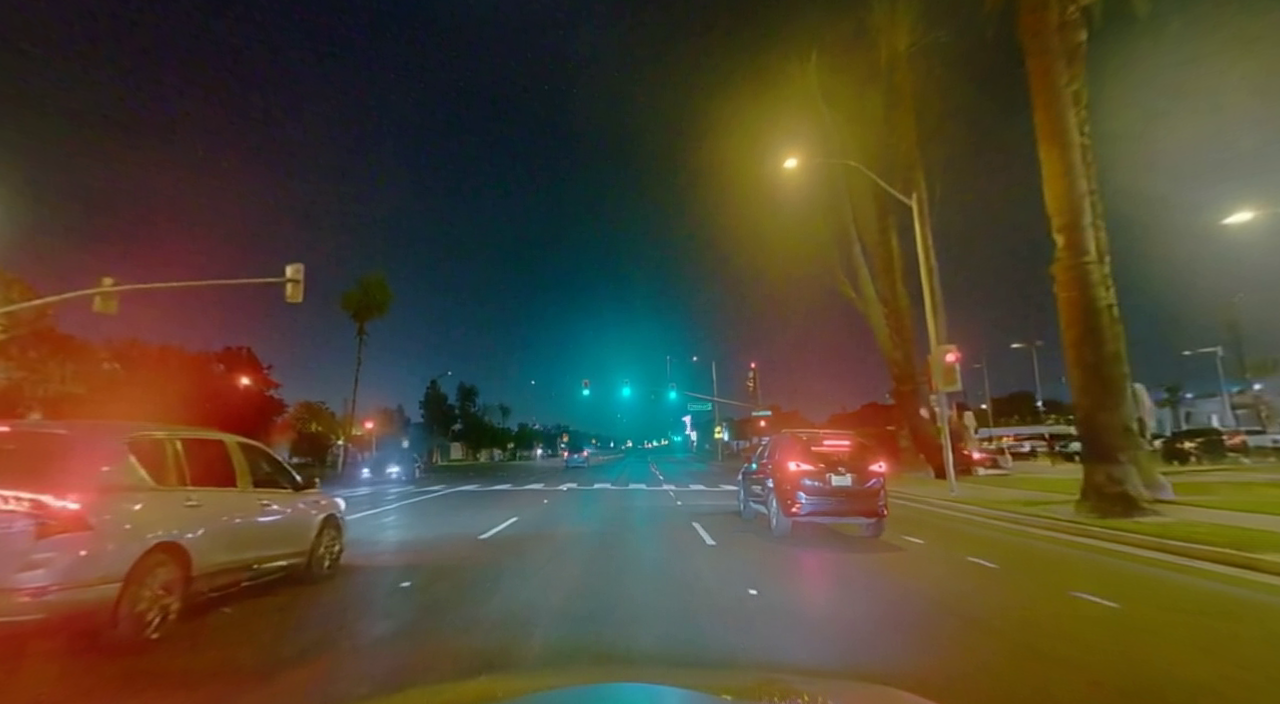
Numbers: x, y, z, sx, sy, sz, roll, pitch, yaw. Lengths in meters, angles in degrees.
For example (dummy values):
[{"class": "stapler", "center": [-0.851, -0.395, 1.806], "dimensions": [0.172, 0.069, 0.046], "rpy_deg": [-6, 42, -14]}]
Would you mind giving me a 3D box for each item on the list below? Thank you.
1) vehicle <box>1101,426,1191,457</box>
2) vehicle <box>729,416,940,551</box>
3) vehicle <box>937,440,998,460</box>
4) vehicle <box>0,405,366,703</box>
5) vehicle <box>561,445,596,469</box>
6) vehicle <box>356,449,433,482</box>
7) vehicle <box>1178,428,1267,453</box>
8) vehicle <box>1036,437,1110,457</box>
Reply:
[{"class": "vehicle", "center": [38.608, 6.812, 48.332], "dimensions": [4.854, 1.957, 2.173], "rpy_deg": [-4, -8, 0]}, {"class": "vehicle", "center": [2.820, 2.021, 10.354], "dimensions": [1.982, 1.711, 4.276], "rpy_deg": [0, -9, -2]}, {"class": "vehicle", "center": [25.847, 7.764, 49.940], "dimensions": [4.068, 1.503, 1.844], "rpy_deg": [-5, -10, 27]}, {"class": "vehicle", "center": [-4.203, 1.371, 5.286], "dimensions": [2.063, 1.578, 3.915], "rpy_deg": [0, -9, 0]}, {"class": "vehicle", "center": [-4.043, 6.957, 42.150], "dimensions": [2.034, 1.498, 3.995], "rpy_deg": [0, -9, -1]}, {"class": "vehicle", "center": [-12.428, 5.743, 32.347], "dimensions": [1.991, 1.517, 4.760], "rpy_deg": [0, -9, 0]}, {"class": "vehicle", "center": [44.358, 6.758, 48.149], "dimensions": [4.683, 1.798, 1.980], "rpy_deg": [0, -9, 1]}, {"class": "vehicle", "center": [33.150, 7.303, 48.420], "dimensions": [4.314, 1.459, 1.800], "rpy_deg": [-1, -9, 2]}]
